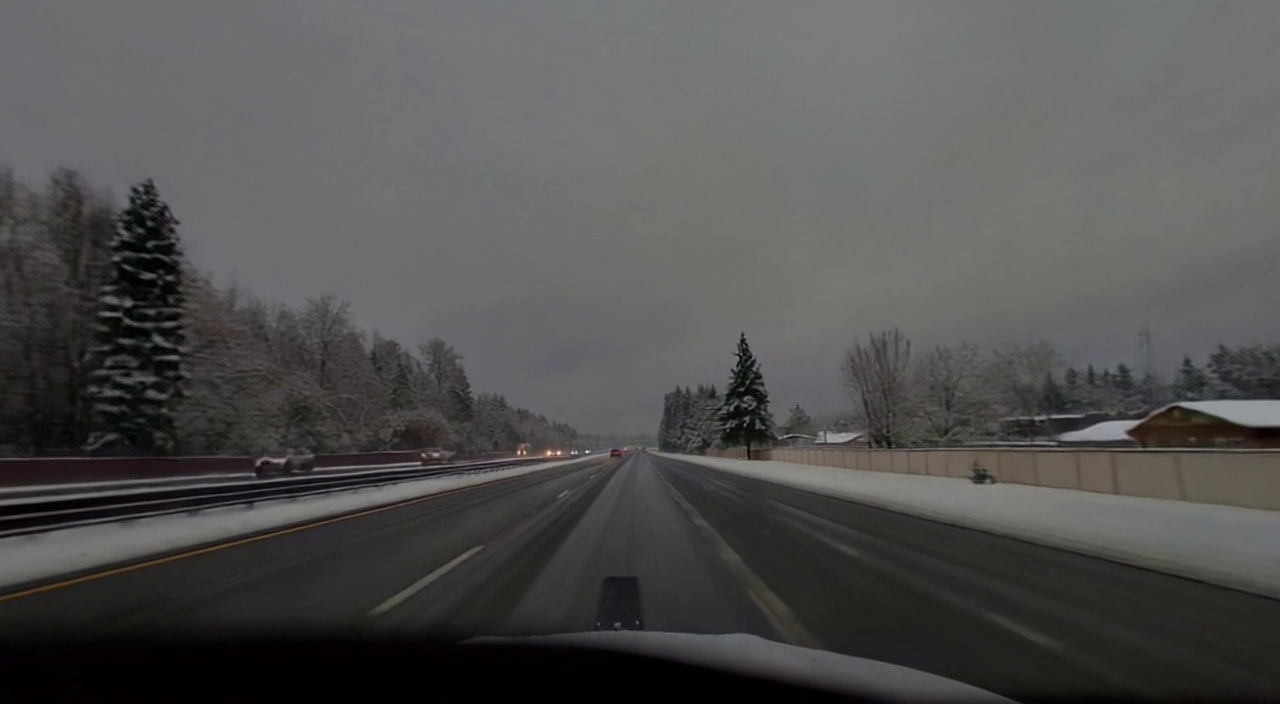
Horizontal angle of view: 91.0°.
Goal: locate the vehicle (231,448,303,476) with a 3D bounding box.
[{"bbox_3d":[-24.846,7.308,42.108,1.963,1.698,4.520,0,-9,1],"label":"vehicle"}]
